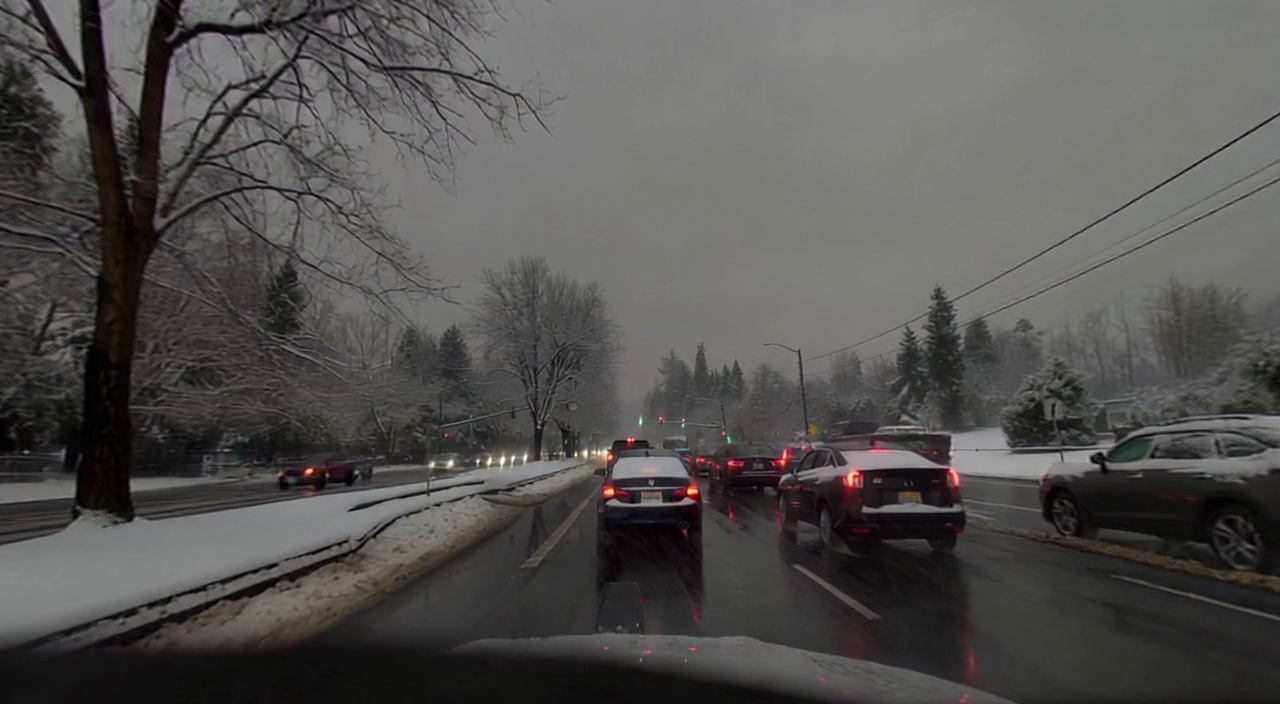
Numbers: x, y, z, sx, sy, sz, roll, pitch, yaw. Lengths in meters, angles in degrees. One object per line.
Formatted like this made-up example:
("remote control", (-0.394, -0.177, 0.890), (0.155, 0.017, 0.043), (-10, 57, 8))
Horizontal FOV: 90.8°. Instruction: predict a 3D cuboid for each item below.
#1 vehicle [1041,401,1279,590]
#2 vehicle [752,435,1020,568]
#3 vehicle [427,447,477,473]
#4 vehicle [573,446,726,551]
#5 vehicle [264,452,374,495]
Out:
("vehicle", (6.924, 1.507, 7.024), (1.987, 1.730, 4.373), (0, -9, -1))
("vehicle", (3.175, 2.033, 9.531), (1.970, 1.445, 4.974), (0, -9, -1))
("vehicle", (-12.464, 7.147, 42.111), (1.963, 1.649, 4.290), (0, -9, 0))
("vehicle", (0.090, 2.228, 10.357), (1.990, 1.347, 4.067), (0, -9, -1))
("vehicle", (-12.308, 4.658, 24.604), (1.943, 1.467, 4.442), (0, -9, 0))
